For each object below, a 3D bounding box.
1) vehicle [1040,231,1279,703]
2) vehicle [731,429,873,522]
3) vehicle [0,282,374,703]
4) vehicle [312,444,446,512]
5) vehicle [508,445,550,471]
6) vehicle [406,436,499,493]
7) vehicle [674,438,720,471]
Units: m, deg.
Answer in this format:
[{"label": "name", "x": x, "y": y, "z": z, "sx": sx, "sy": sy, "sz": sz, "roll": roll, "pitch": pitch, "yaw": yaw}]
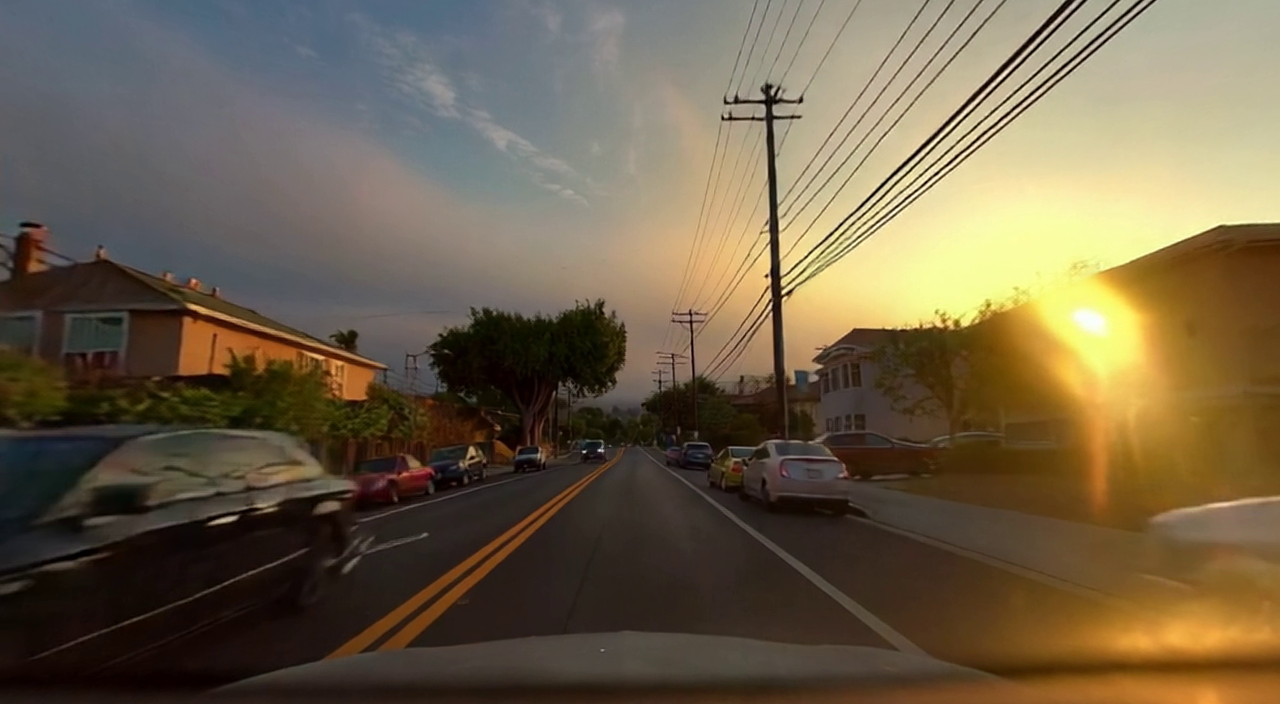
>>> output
[{"label": "vehicle", "x": 3.286, "y": 0.409, "z": 0.684, "sx": 2.174, "sy": 2.049, "sz": 5.088, "roll": 0, "pitch": -8, "yaw": -2}, {"label": "vehicle", "x": 3.162, "y": 2.497, "z": 13.300, "sx": 1.826, "sy": 1.614, "sz": 4.241, "roll": 0, "pitch": -9, "yaw": 0}, {"label": "vehicle", "x": -3.576, "y": 0.859, "z": 3.432, "sx": 2.194, "sy": 1.935, "sz": 4.807, "roll": 0, "pitch": -8, "yaw": -1}, {"label": "vehicle", "x": -6.771, "y": 3.265, "z": 16.986, "sx": 1.866, "sy": 1.487, "sz": 4.416, "roll": -1, "pitch": -8, "yaw": -2}, {"label": "vehicle", "x": -7.090, "y": 6.790, "z": 40.711, "sx": 1.843, "sy": 1.589, "sz": 4.416, "roll": 0, "pitch": -9, "yaw": 1}, {"label": "vehicle", "x": -6.819, "y": 4.100, "z": 23.567, "sx": 2.014, "sy": 1.817, "sz": 4.639, "roll": -1, "pitch": -7, "yaw": 0}, {"label": "vehicle", "x": 3.183, "y": 5.868, "z": 36.467, "sx": 2.031, "sy": 1.762, "sz": 4.749, "roll": 0, "pitch": -8, "yaw": -2}]
